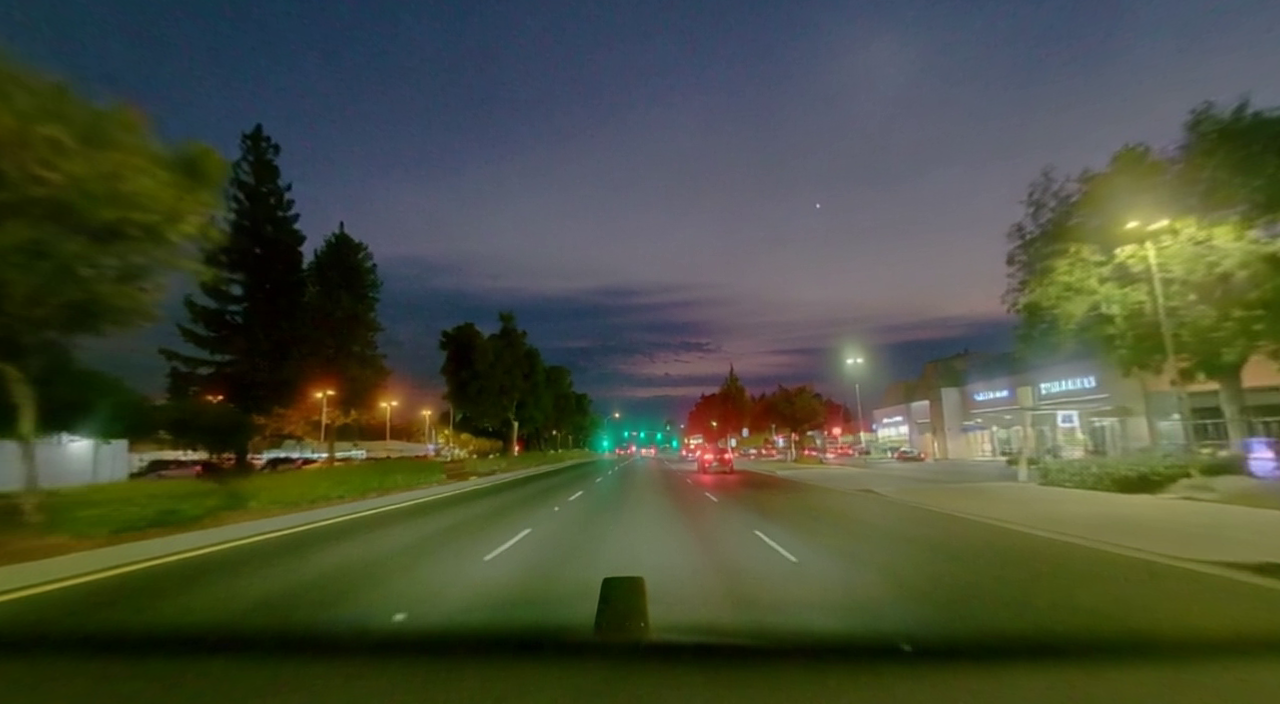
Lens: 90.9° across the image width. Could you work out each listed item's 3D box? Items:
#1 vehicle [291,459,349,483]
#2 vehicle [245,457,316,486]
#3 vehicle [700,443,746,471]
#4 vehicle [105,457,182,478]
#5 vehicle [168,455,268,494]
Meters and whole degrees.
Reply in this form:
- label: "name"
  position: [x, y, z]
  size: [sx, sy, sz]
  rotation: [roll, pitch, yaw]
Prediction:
- label: "vehicle"
  position: [-22.486, 8.343, 44.477]
  size: [1.841, 1.510, 4.389]
  rotation: [-1, -9, 0]
- label: "vehicle"
  position: [-22.531, 7.495, 39.758]
  size: [1.674, 1.483, 4.741]
  rotation: [-3, -8, 1]
- label: "vehicle"
  position: [4.533, 5.815, 35.094]
  size: [1.916, 1.459, 4.335]
  rotation: [0, -9, -1]
- label: "vehicle"
  position: [-39.198, 9.120, 49.835]
  size: [4.370, 1.497, 2.031]
  rotation: [0, -8, 0]
- label: "vehicle"
  position: [-22.339, 6.455, 33.638]
  size: [1.939, 1.780, 5.057]
  rotation: [0, -8, -2]
